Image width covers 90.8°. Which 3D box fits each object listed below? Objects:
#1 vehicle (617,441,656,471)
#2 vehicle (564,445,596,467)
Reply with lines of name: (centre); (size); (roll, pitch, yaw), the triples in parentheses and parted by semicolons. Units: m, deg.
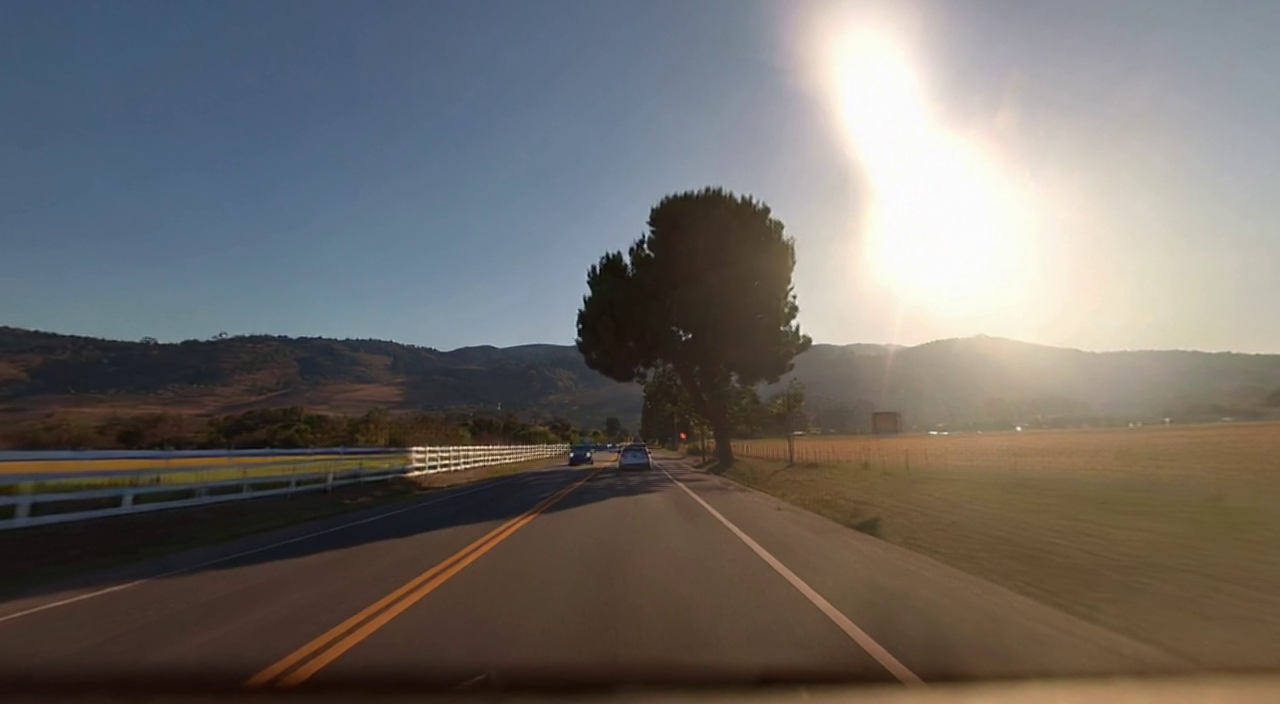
vehicle: (-0.207, 6.124, 37.289); (2.158, 1.669, 4.006); (0, -9, -1)
vehicle: (-4.481, 7.825, 47.614); (1.989, 1.600, 3.979); (0, -9, 1)
